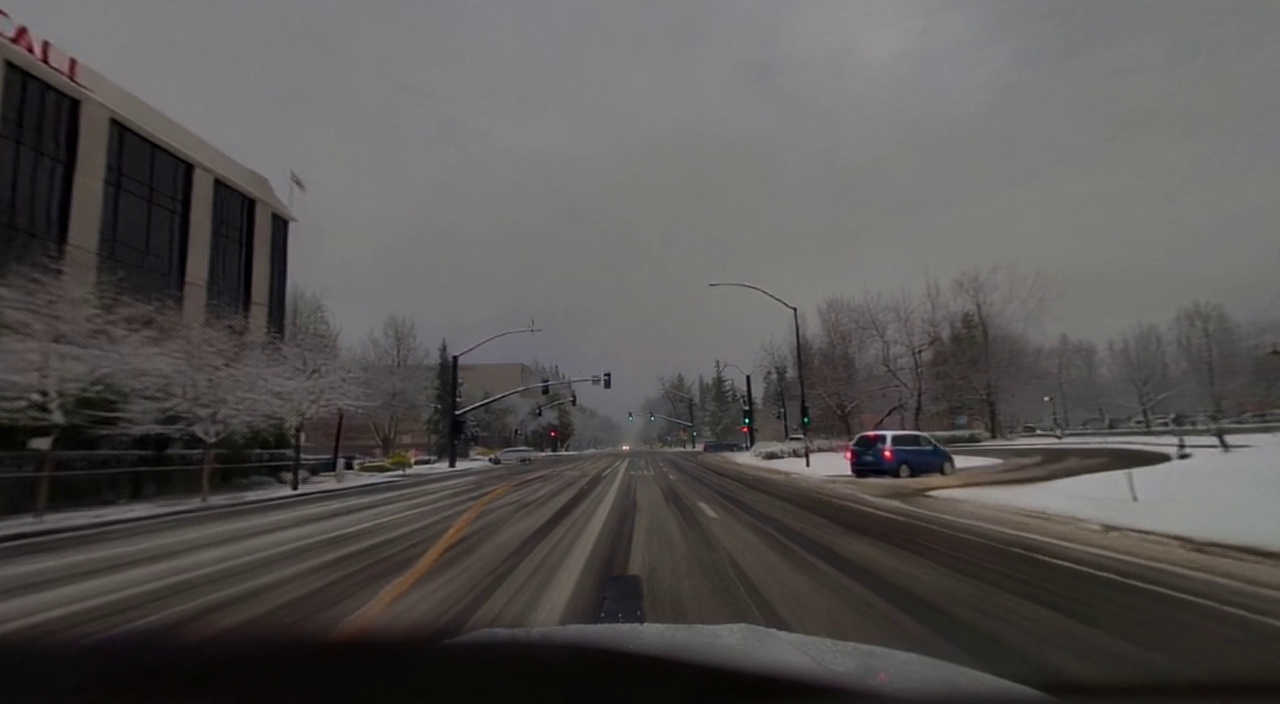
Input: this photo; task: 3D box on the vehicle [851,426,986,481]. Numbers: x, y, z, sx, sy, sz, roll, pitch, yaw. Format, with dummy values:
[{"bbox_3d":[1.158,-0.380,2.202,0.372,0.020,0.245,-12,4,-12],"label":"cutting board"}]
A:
[{"bbox_3d":[10.222,3.697,23.043,4.635,1.821,2.087,5,-10,-30],"label":"vehicle"}]
